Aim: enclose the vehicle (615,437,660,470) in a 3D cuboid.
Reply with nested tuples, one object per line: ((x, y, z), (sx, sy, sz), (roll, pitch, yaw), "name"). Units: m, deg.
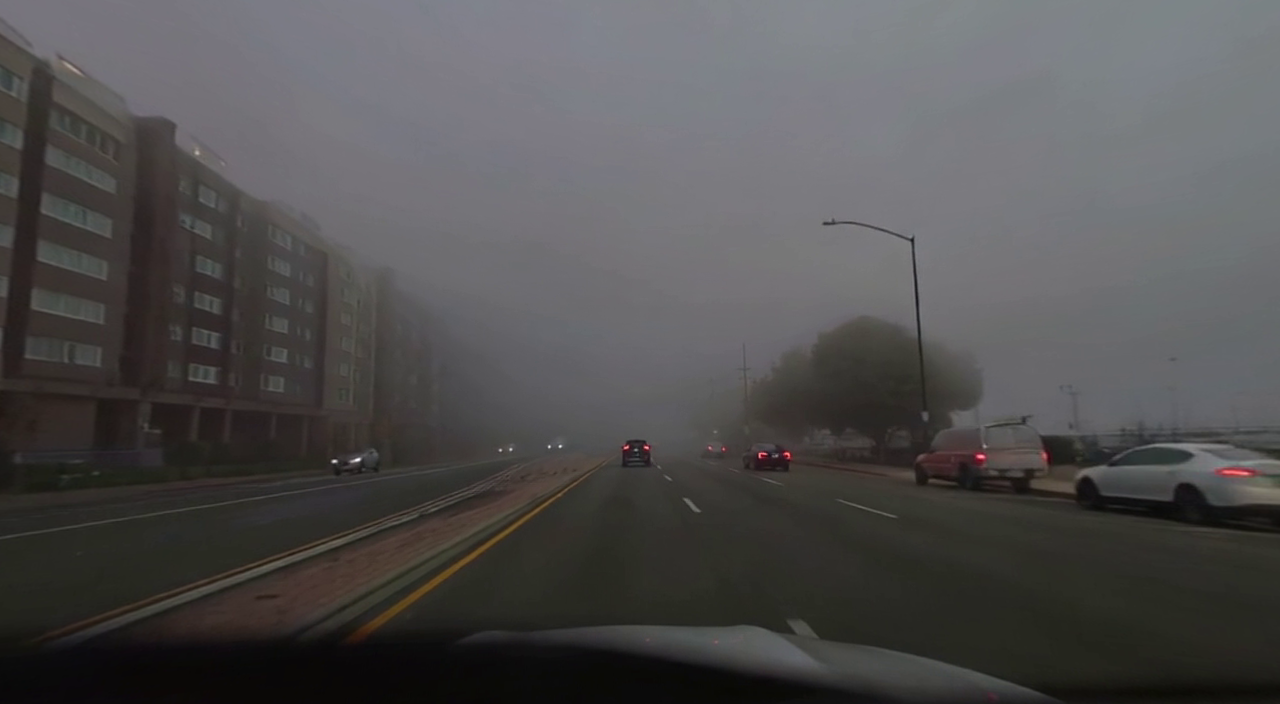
((-0.120, 5.045, 31.435), (2.106, 1.553, 3.964), (0, -9, 0), "vehicle")

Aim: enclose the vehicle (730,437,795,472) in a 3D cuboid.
((5.790, 4.900, 30.314), (2.154, 1.554, 4.149), (0, -9, -2), "vehicle")

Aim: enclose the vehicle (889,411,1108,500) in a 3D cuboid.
((10.137, 3.037, 18.855), (2.441, 2.150, 6.729), (1, -8, -2), "vehicle")

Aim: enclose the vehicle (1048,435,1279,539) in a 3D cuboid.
((9.999, 2.291, 11.450), (2.089, 1.508, 4.323), (-1, -8, -2), "vehicle")

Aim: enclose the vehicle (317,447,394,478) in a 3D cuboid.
((-15.469, 5.998, 34.562), (1.967, 1.574, 4.819), (0, -9, 0), "vehicle")
